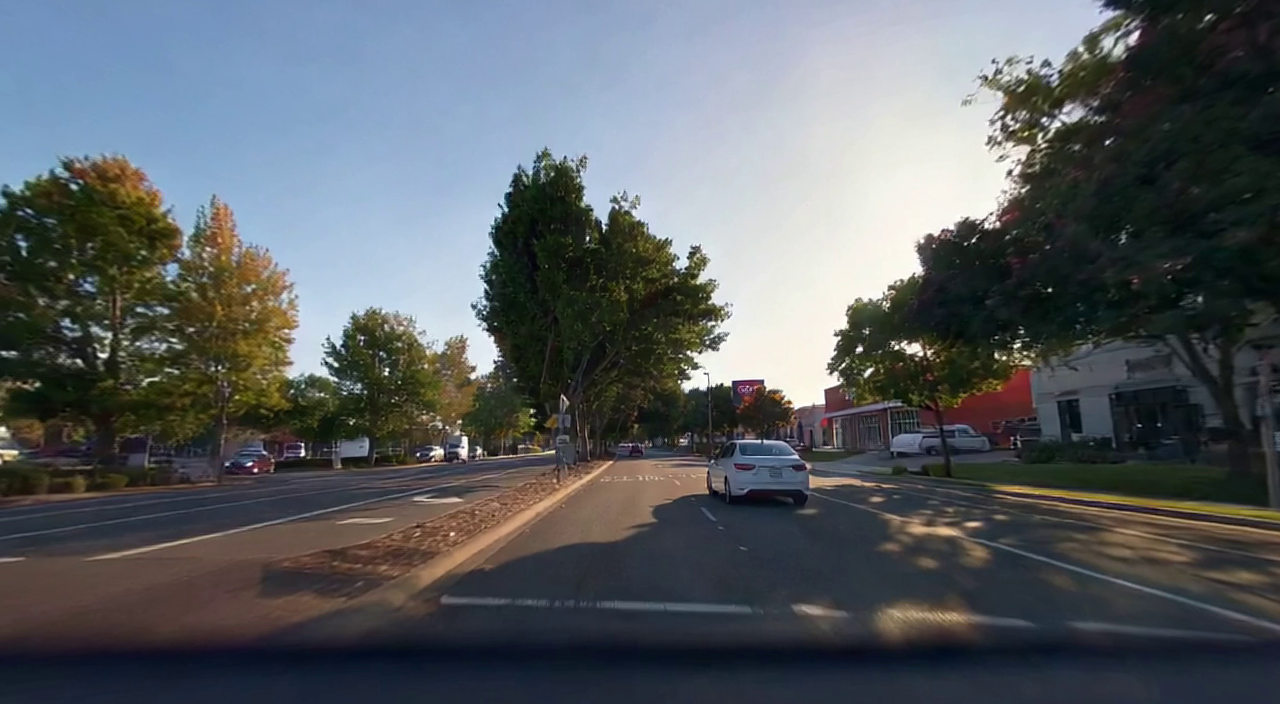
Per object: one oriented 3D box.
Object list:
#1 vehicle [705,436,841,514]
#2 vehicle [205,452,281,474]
[{"bbox_3d":[2.806,2.708,14.421,2.015,1.479,4.444,0,-9,-2],"label":"vehicle"},{"bbox_3d":[-27.502,7.693,43.752,4.294,1.417,1.802,5,-10,-29],"label":"vehicle"}]
